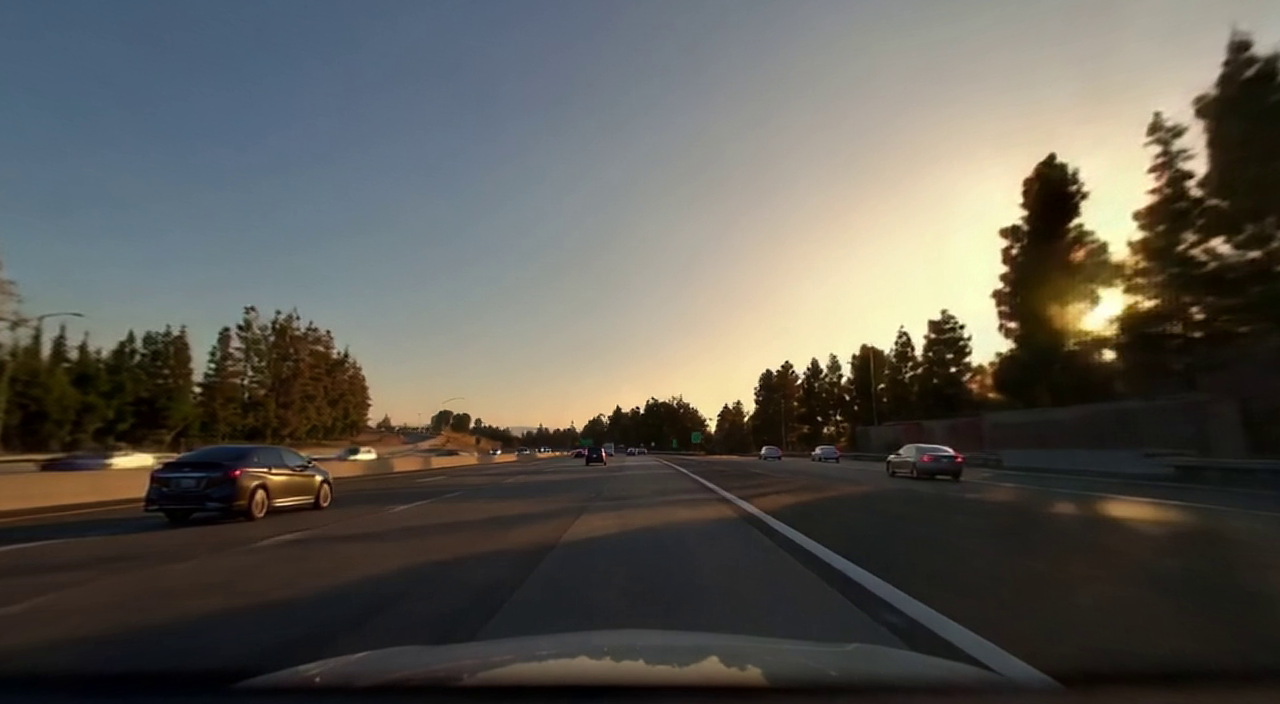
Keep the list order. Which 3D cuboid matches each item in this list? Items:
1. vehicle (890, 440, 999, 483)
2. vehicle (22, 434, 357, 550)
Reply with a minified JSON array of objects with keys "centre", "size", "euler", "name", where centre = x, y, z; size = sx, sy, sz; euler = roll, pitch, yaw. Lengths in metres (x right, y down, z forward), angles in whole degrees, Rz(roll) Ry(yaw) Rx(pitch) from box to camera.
[{"centre":[11.928,4.309,25.183],"size":[2.201,1.535,4.735],"euler":[0,-8,3],"name":"vehicle"},{"centre":[-6.820,2.128,10.429],"size":[2.038,1.463,4.656],"euler":[0,-8,1],"name":"vehicle"}]
